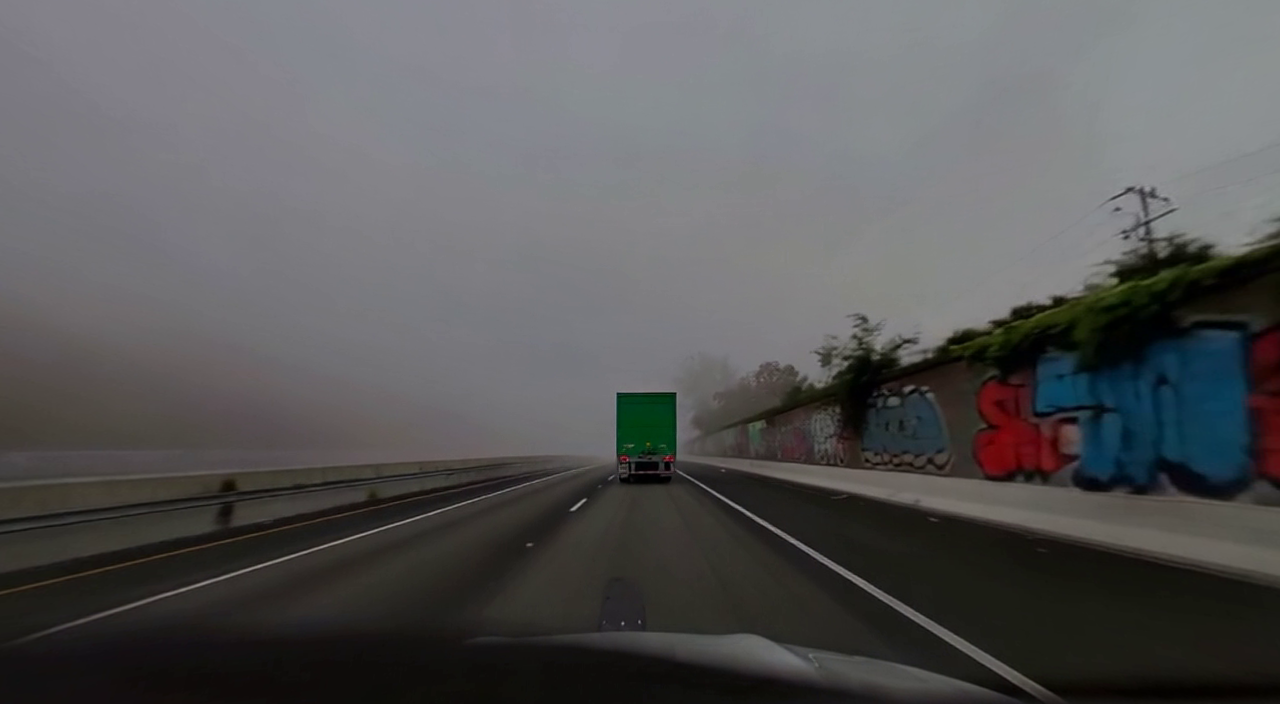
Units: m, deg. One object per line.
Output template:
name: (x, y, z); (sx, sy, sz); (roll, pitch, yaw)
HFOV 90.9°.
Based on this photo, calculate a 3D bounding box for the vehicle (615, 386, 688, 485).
vehicle: (0.263, 4.142, 30.355); (2.900, 3.955, 10.151); (0, -9, -2)

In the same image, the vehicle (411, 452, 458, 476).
vehicle: (-15.848, 8.648, 48.848); (2.153, 1.701, 4.394); (0, -9, 0)
